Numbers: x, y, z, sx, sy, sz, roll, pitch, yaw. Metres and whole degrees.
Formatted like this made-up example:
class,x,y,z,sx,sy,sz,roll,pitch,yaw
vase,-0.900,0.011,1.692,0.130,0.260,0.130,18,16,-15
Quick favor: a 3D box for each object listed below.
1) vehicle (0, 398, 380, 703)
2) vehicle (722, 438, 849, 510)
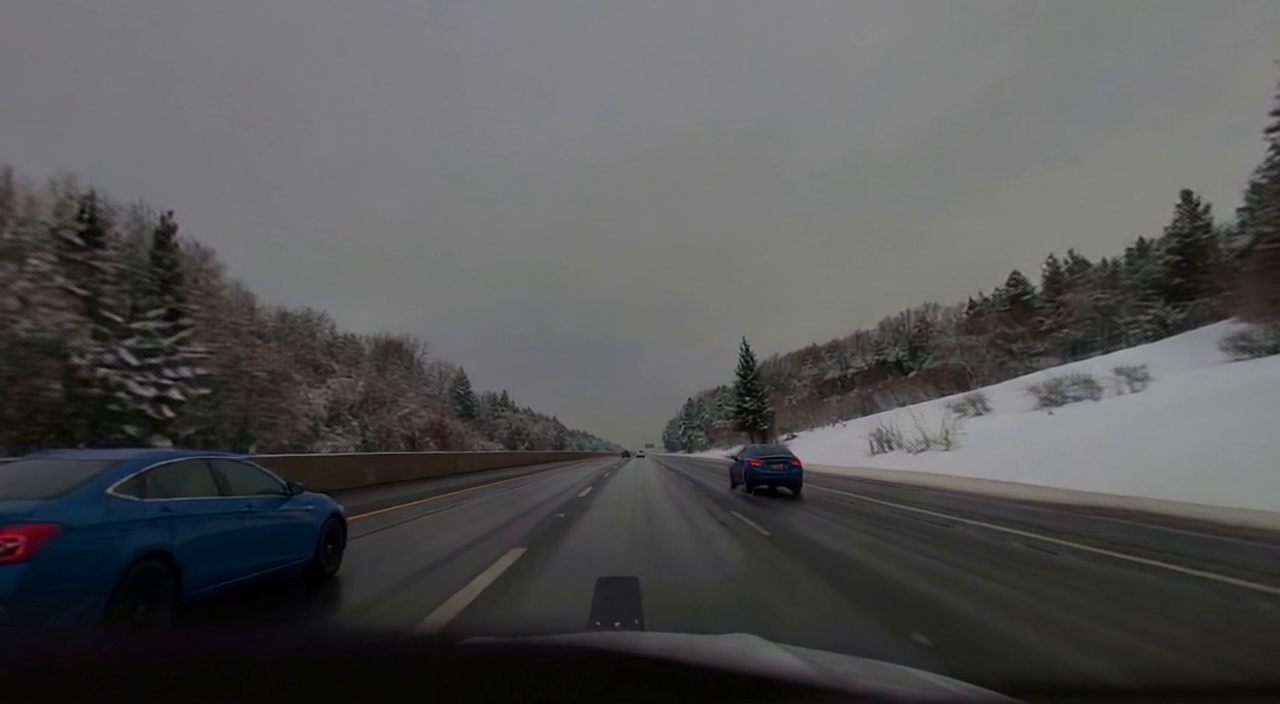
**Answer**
class,x,y,z,sx,sy,sz,roll,pitch,yaw
vehicle,-3.976,1.302,4.903,2.010,1.550,4.376,0,-9,0
vehicle,3.549,3.087,16.406,2.146,1.573,4.661,0,-9,-1
